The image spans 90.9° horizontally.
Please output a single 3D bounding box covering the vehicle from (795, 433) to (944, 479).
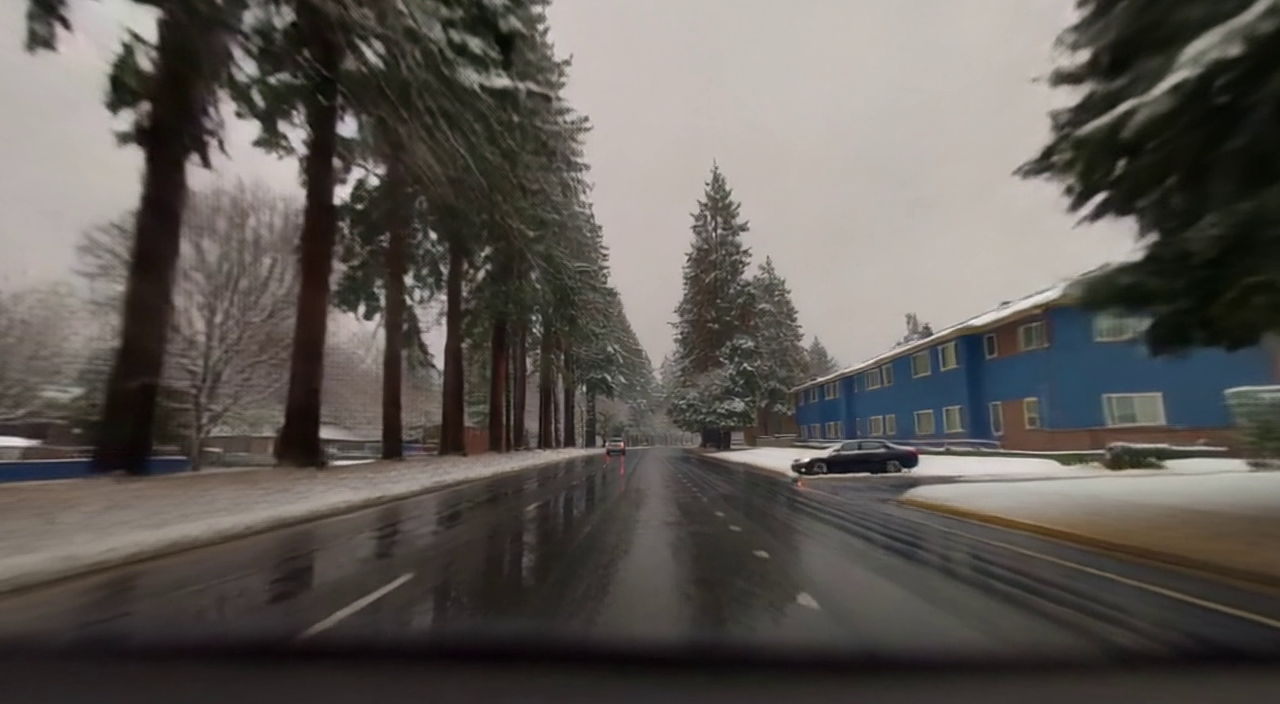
[{"bbox_3d":[7.905,3.634,22.150,4.575,1.514,1.932,-1,-8,9],"label":"vehicle"}]
